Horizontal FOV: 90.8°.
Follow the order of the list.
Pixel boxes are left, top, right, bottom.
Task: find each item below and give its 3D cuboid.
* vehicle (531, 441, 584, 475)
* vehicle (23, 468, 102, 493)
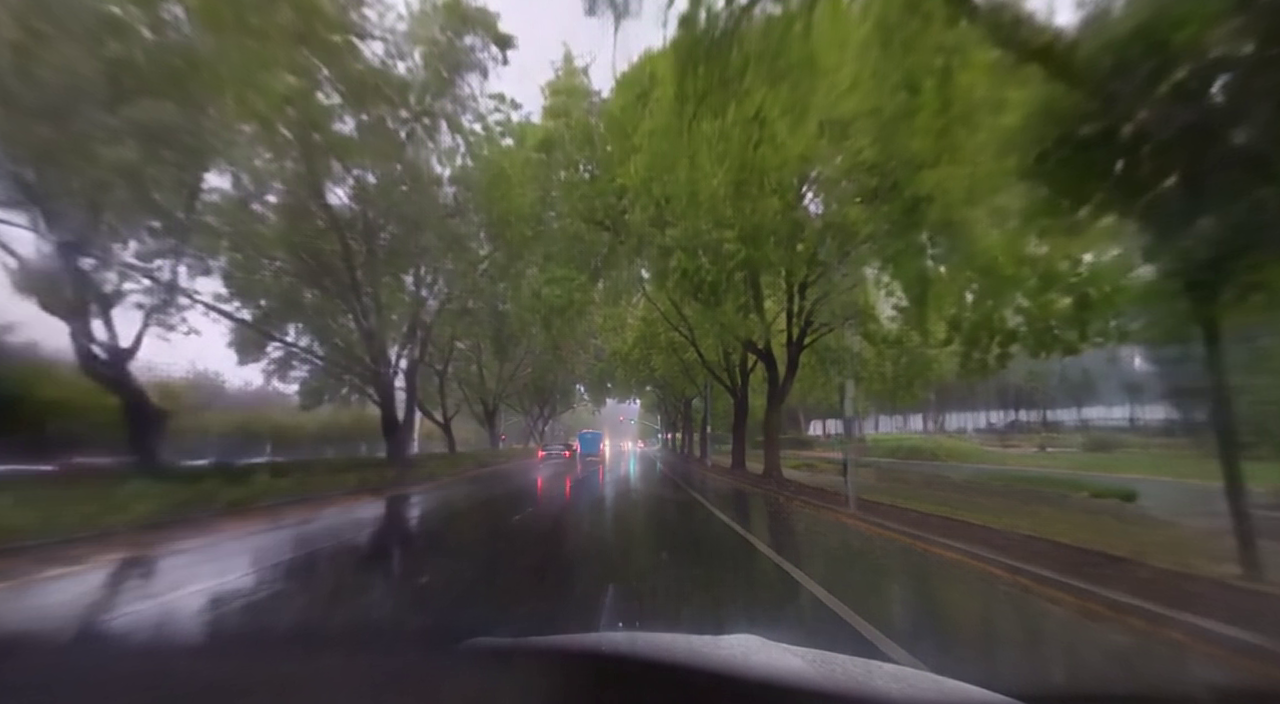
[{"bbox_3d":[-3.871,5.011,30.144,2.009,1.473,4.028,1,-8,-1],"label":"vehicle"},{"bbox_3d":[-36.679,8.140,40.262,1.567,1.379,3.614,3,-10,-1],"label":"vehicle"}]
